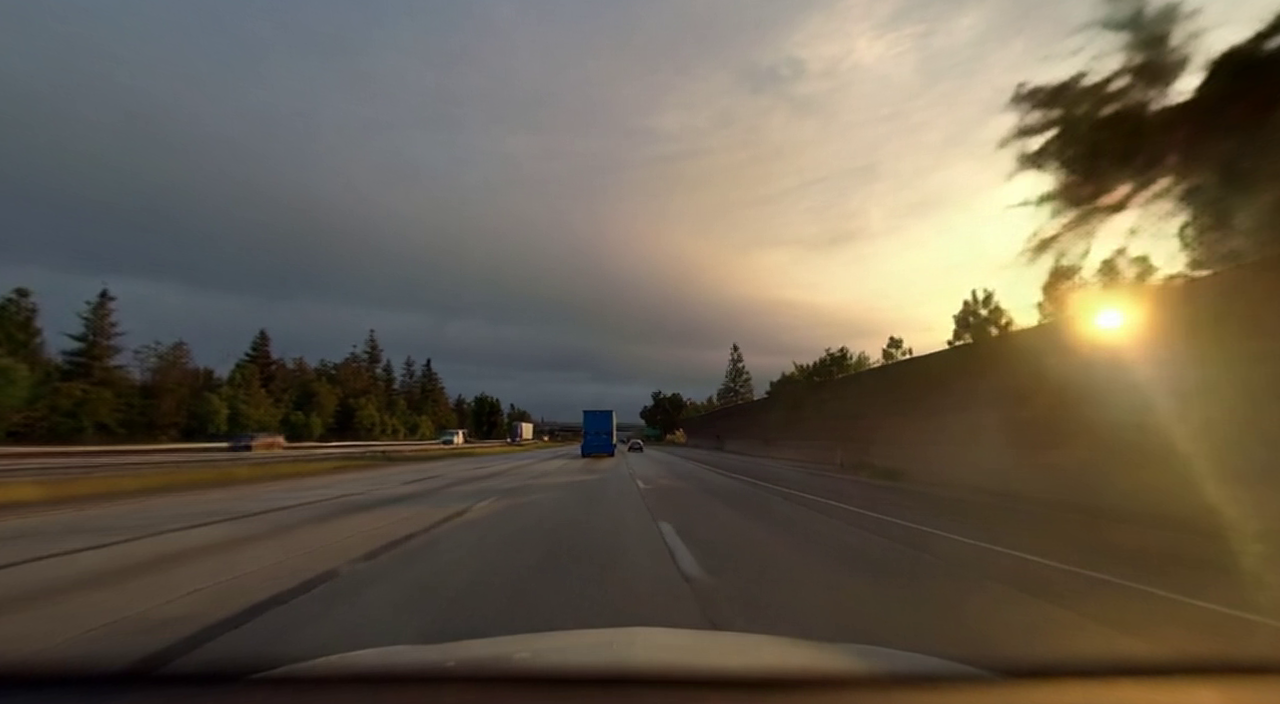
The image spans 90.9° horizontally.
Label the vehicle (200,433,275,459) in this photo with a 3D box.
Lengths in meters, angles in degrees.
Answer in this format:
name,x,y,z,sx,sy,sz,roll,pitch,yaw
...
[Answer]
name,x,y,z,sx,sy,sz,roll,pitch,yaw
vehicle,-25.132,5.861,39.594,1.777,1.539,4.656,1,-8,-2
